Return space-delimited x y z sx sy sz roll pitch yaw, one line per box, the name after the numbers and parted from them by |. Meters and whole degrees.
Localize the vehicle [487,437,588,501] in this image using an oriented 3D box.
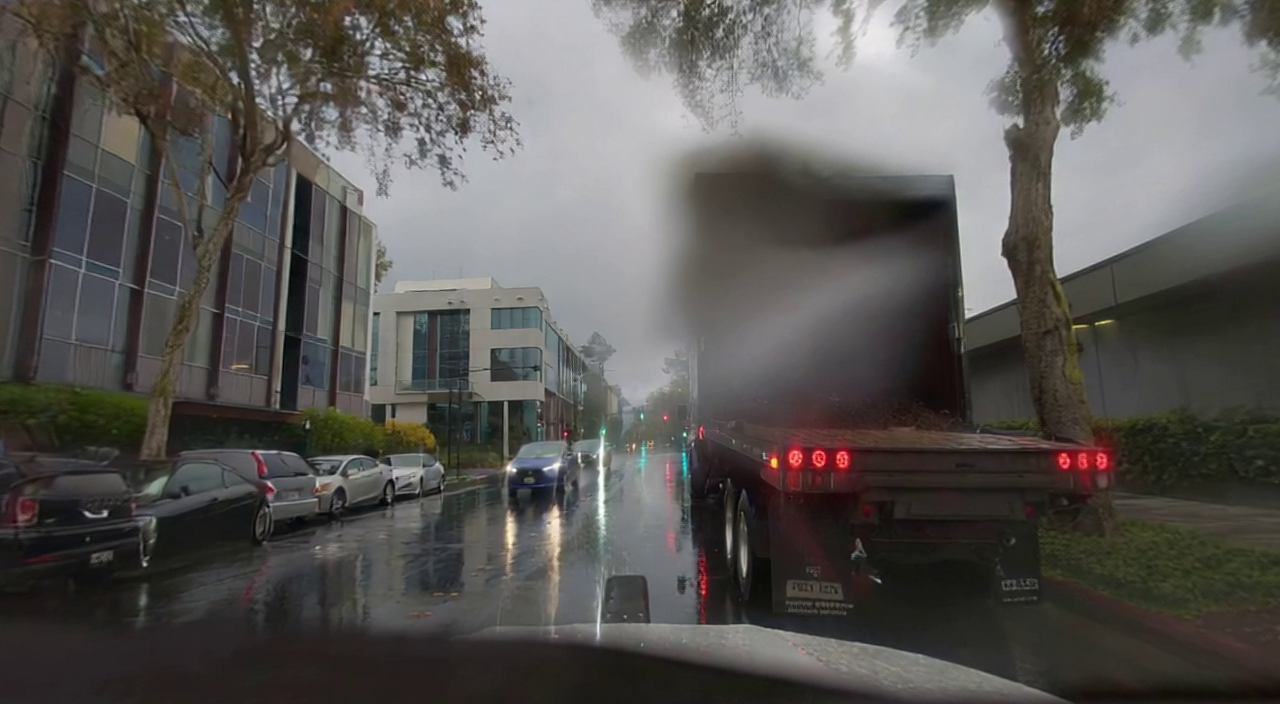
-2.700 3.193 17.731 2.183 1.563 4.257 0 -8 -1 | vehicle

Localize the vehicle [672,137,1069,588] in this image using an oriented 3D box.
2.543 0.841 11.443 3.320 4.034 11.553 -1 -8 6 | vehicle

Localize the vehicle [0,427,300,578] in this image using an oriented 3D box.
-8.118 2.082 9.272 5.022 1.872 2.137 7 -11 -40 | vehicle
